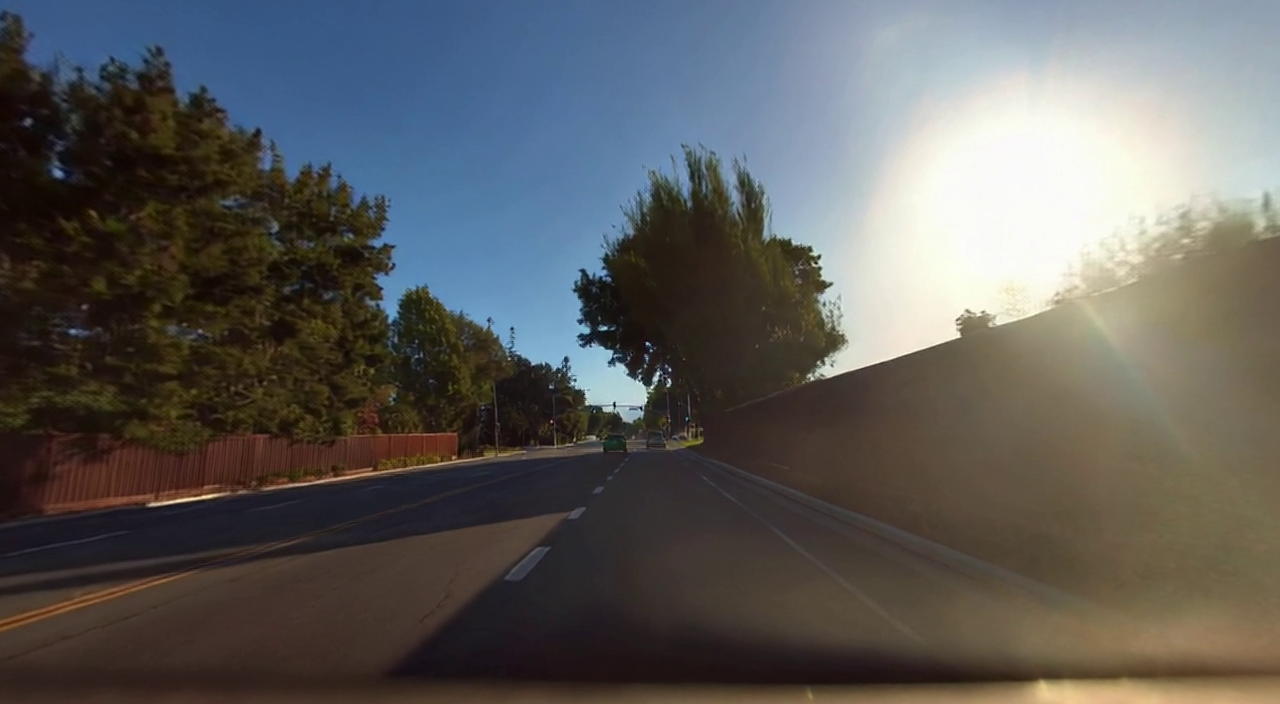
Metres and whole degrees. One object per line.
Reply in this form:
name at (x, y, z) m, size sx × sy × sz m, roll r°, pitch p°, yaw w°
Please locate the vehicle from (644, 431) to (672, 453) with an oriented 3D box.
vehicle at (1.374, 7.115, 49.802) m, size 2.127 × 1.665 × 3.993 m, roll 0°, pitch -8°, yaw 0°
